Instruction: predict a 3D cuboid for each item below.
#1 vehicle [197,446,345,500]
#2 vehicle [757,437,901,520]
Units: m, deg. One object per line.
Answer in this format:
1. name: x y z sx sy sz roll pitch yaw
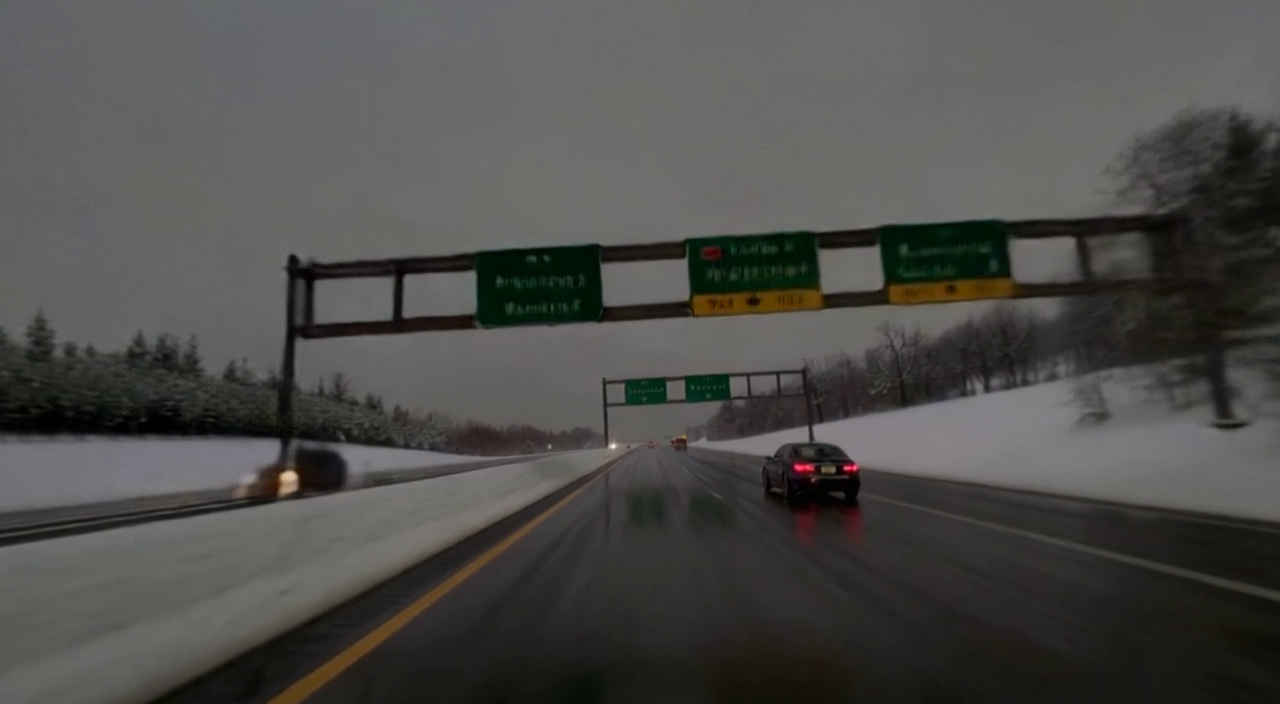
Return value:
1. vehicle: -12.163 3.992 21.203 2.092 1.559 4.637 0 -8 1
2. vehicle: 3.616 2.465 12.812 1.683 1.400 3.868 0 -8 -1
